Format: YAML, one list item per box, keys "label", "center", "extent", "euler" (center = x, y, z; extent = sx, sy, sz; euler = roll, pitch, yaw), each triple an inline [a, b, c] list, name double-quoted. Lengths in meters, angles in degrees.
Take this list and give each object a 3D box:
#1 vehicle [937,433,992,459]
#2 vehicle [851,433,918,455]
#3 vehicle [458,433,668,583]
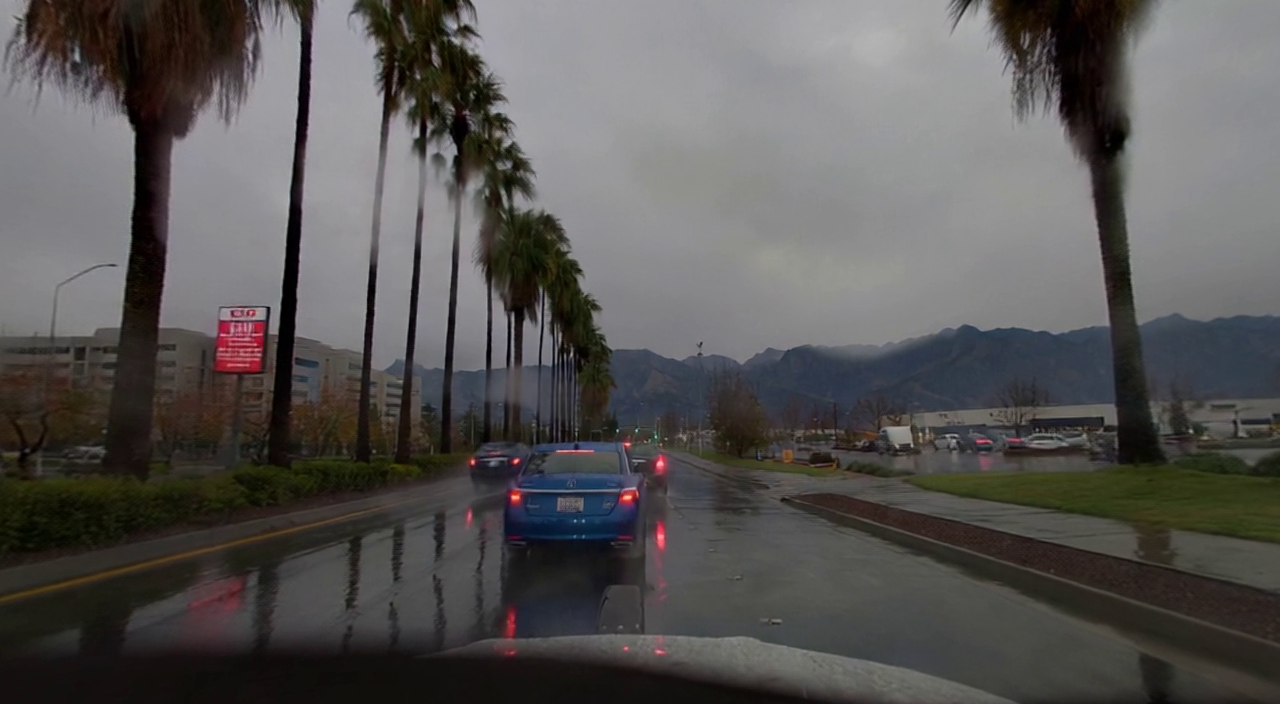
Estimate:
- label: "vehicle"
  center: [20.123, 5.831, 39.112]
  extent: [1.961, 1.526, 4.640]
  euler: [-7, -11, 39]
- label: "vehicle"
  center: [19.207, 7.256, 49.780]
  extent: [1.925, 1.652, 4.490]
  euler: [6, -10, -34]
- label: "vehicle"
  center: [-0.841, 1.839, 8.276]
  extent: [2.067, 1.459, 3.886]
  euler: [0, -8, -3]
